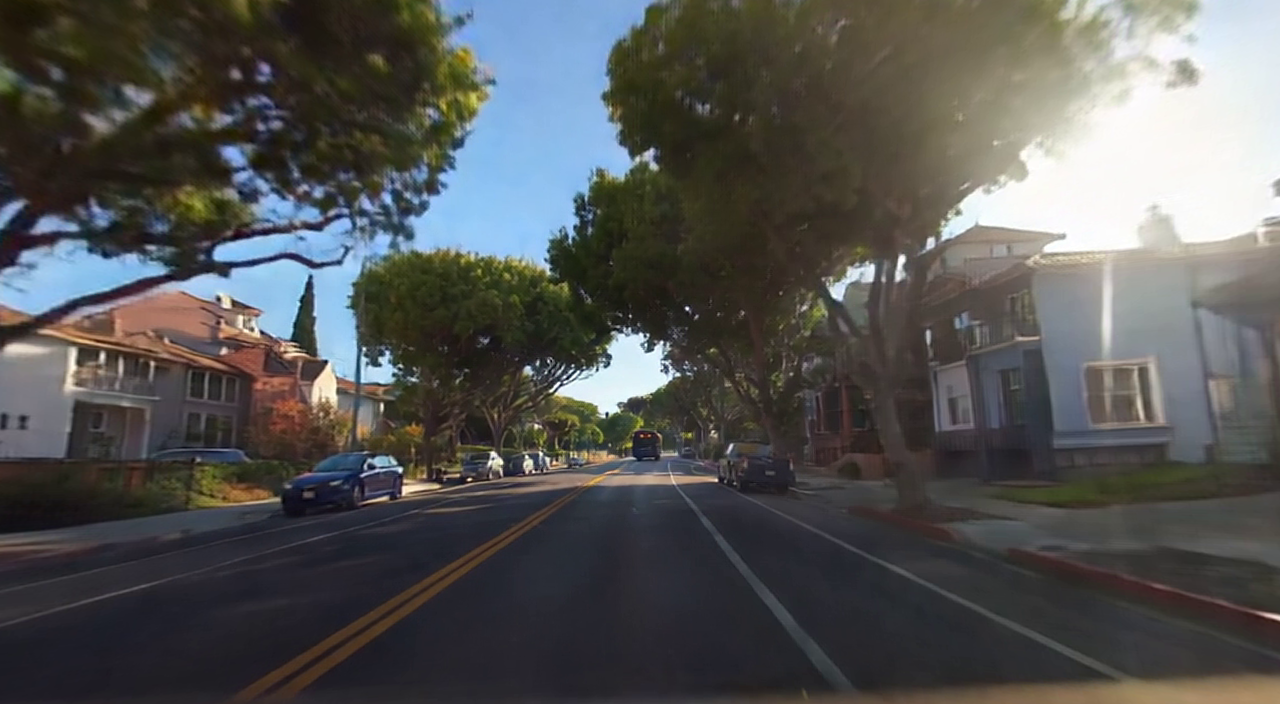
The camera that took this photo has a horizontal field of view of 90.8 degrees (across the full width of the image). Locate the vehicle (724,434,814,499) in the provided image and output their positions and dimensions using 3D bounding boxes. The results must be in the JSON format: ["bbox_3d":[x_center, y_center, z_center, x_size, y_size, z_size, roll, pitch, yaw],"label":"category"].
[{"bbox_3d":[4.340,3.944,22.080,2.060,1.833,4.927,5,-9,1],"label":"vehicle"}]

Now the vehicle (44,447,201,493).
[{"bbox_3d":[-19.801,4.512,24.330,4.197,1.659,2.059,0,-8,0],"label":"vehicle"}]

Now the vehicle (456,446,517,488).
[{"bbox_3d":[-7.702,5.781,32.189,1.898,1.755,4.603,-5,-8,0],"label":"vehicle"}]

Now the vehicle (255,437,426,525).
[{"bbox_3d":[-7.945,3.398,17.472,2.094,1.840,5.450,-5,-8,0],"label":"vehicle"}]
